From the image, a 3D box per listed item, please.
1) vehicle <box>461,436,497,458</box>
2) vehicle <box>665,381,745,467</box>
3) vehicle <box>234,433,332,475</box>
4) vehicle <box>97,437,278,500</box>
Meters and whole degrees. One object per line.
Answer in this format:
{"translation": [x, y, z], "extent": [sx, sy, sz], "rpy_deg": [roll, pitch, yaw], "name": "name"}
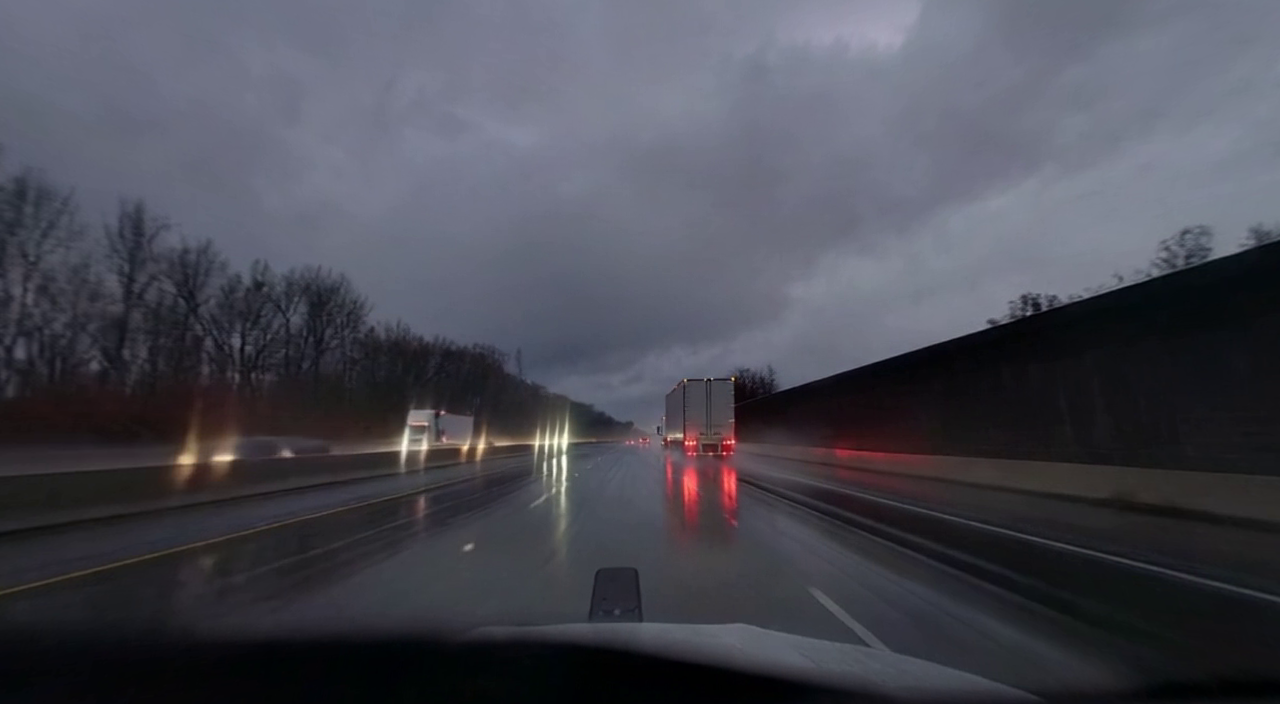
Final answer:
{"translation": [-12.377, 7.332, 48.533], "extent": [1.825, 1.547, 3.994], "rpy_deg": [-2, -8, 0], "name": "vehicle"}
{"translation": [3.499, 4.518, 38.437], "extent": [2.979, 4.161, 15.508], "rpy_deg": [1, -7, -1], "name": "vehicle"}
{"translation": [-16.119, 4.601, 28.712], "extent": [1.986, 1.711, 4.377], "rpy_deg": [0, -8, -2], "name": "vehicle"}
{"translation": [-12.088, 3.098, 17.245], "extent": [1.847, 1.490, 4.234], "rpy_deg": [0, -8, -1], "name": "vehicle"}
